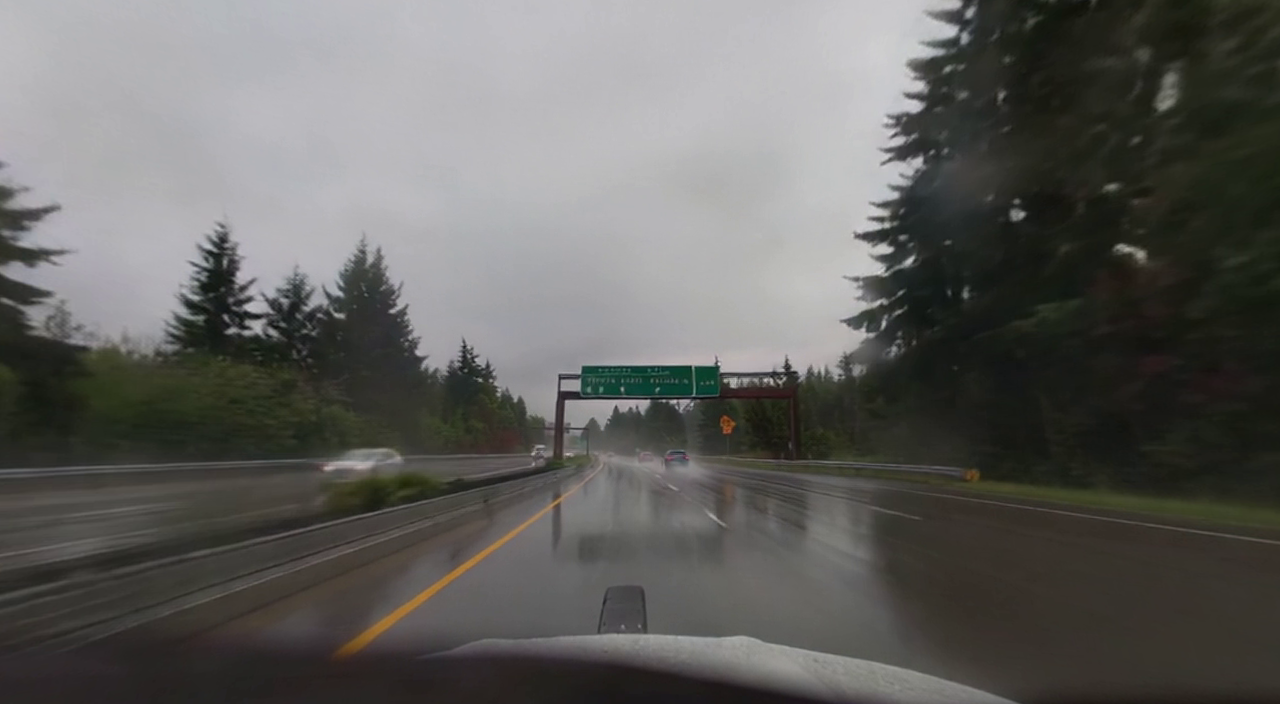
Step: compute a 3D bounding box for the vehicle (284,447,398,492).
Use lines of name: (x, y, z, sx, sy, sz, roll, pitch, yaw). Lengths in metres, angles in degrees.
vehicle: (-10.955, 4.308, 23.551, 1.988, 1.457, 4.737, 0, -9, -1)

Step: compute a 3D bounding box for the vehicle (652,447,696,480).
vehicle: (1.729, 5.797, 33.003, 2.011, 1.590, 3.607, 0, -9, -2)
